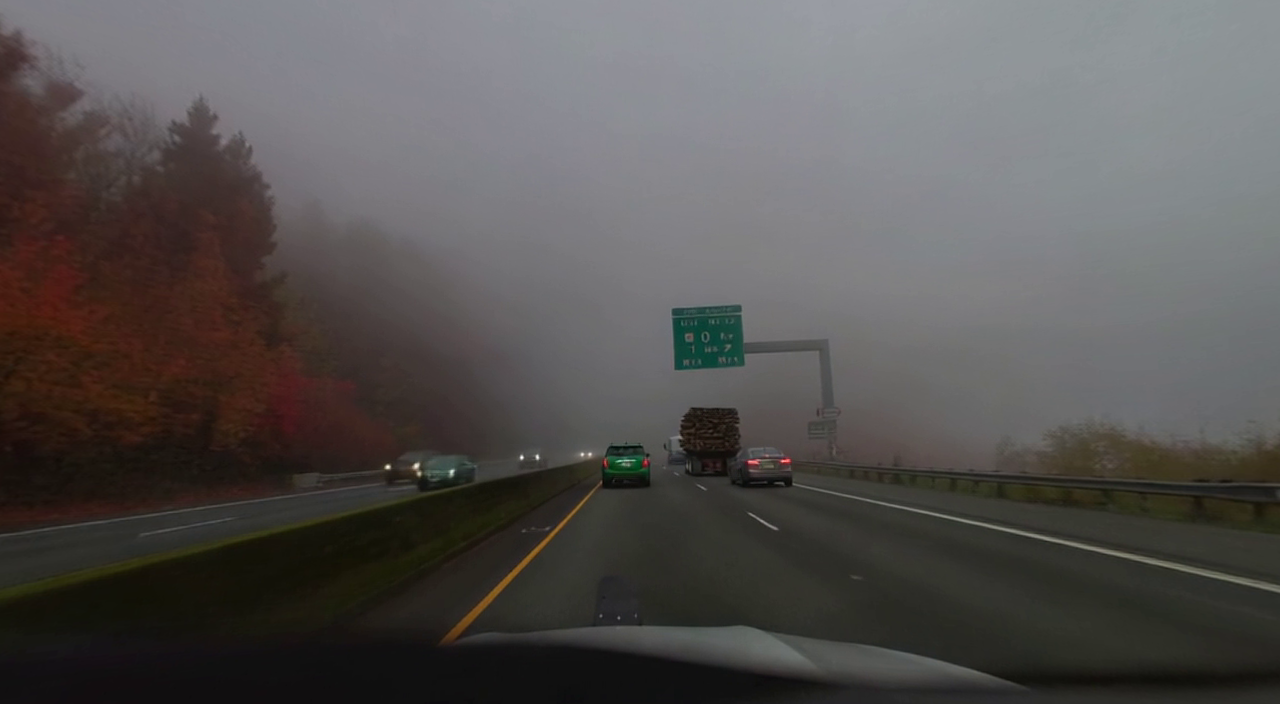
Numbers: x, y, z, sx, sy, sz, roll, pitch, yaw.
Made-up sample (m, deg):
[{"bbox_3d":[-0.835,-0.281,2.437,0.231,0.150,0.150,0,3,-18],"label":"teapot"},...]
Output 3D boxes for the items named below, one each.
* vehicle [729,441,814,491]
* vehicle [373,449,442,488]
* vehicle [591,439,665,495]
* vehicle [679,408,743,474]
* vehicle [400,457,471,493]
[{"bbox_3d":[4.772,4.192,23.461,2.057,1.660,4.525,0,-9,-2],"label":"vehicle"},{"bbox_3d":[-13.379,6.691,36.400,2.215,2.079,4.694,0,-9,0],"label":"vehicle"},{"bbox_3d":[-0.397,3.842,21.262,2.263,1.699,3.936,0,-9,-1],"label":"vehicle"},{"bbox_3d":[4.514,5.947,41.835,3.125,3.895,8.461,0,-9,-1],"label":"vehicle"},{"bbox_3d":[-9.514,5.728,29.525,1.859,1.489,4.299,-1,-9,0],"label":"vehicle"}]
